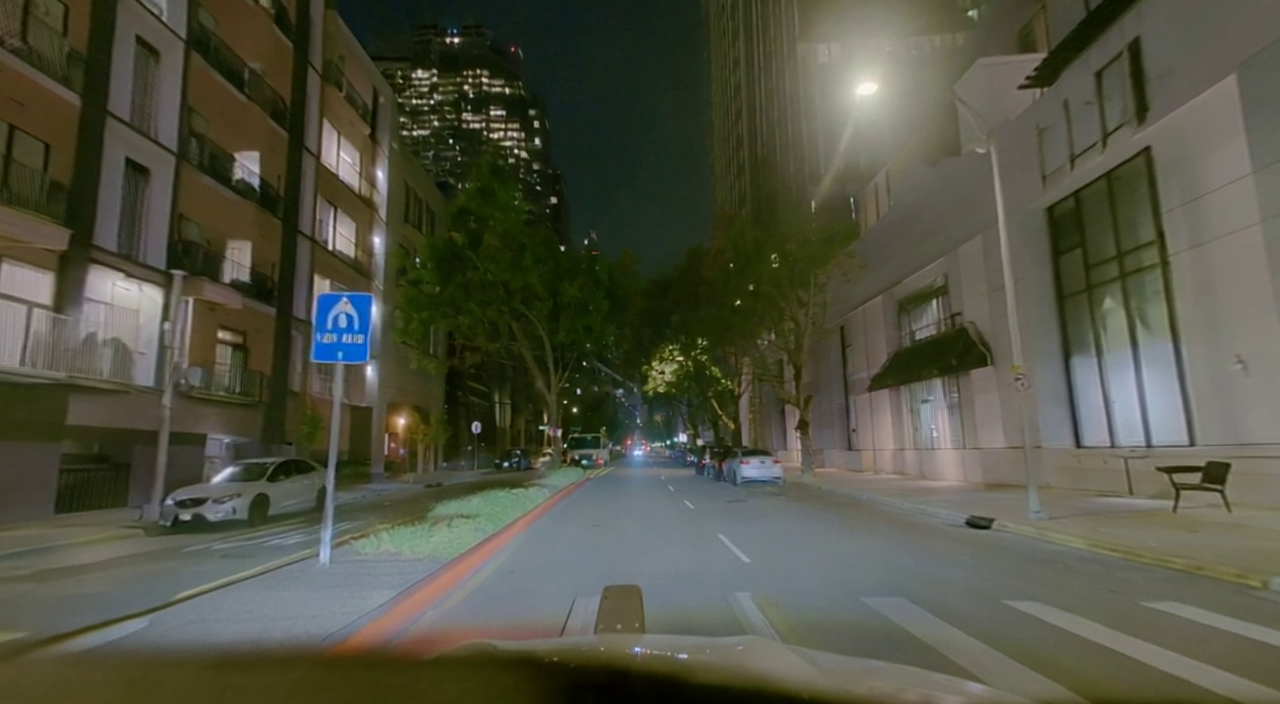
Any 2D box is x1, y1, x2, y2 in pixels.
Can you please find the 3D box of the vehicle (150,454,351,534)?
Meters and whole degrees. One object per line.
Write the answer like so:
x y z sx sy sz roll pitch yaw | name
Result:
-8.771 3.187 14.804 2.007 1.503 4.343 0 -8 -1 | vehicle

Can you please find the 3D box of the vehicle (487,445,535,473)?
-8.853 7.371 43.763 2.256 1.802 4.333 0 -8 1 | vehicle

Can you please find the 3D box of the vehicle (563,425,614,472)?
-2.983 5.841 38.463 2.317 2.596 6.053 0 -8 3 | vehicle

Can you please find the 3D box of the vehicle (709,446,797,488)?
4.590 4.512 25.239 1.858 1.491 4.329 -6 -10 33 | vehicle
